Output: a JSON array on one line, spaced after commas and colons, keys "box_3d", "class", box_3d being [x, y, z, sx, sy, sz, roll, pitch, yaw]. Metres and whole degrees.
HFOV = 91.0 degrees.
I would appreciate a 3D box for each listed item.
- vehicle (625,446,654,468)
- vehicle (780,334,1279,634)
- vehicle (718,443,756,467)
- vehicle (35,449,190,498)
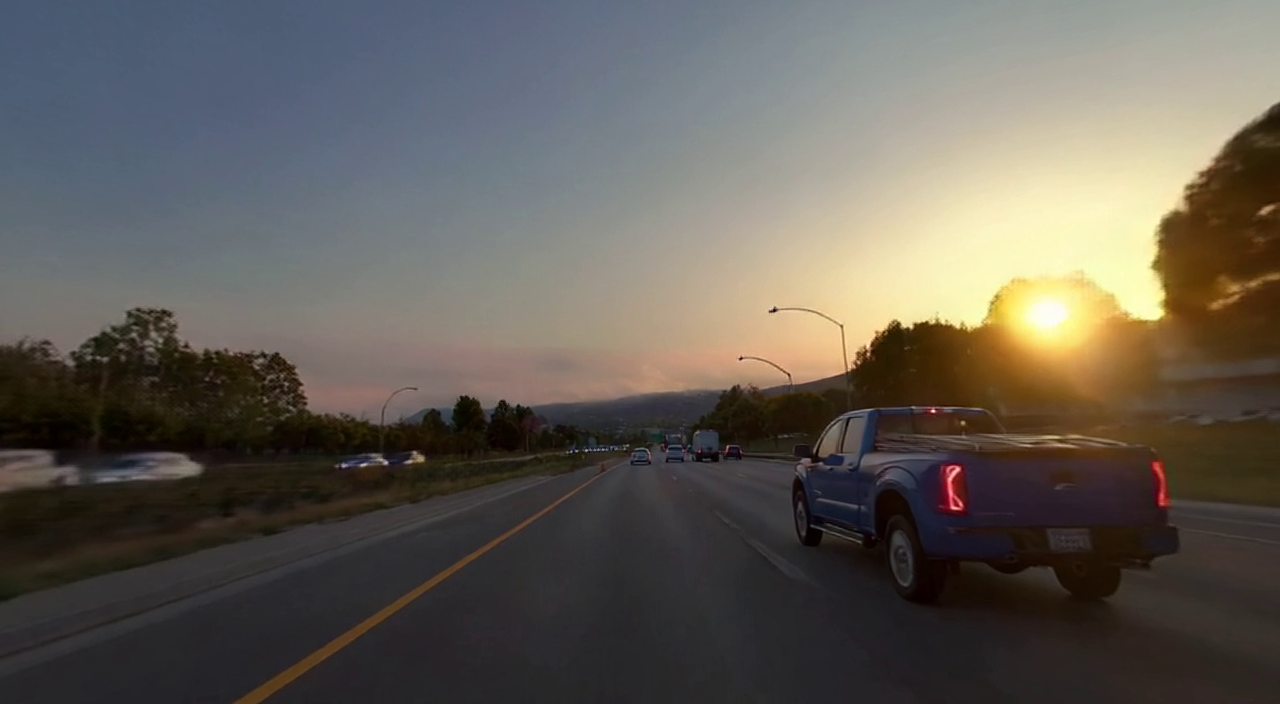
[{"box_3d": [-0.042, 7.602, 45.723, 2.030, 1.473, 3.926, 0, -9, 0], "class": "vehicle"}, {"box_3d": [3.448, 1.316, 7.218, 2.354, 2.079, 5.586, 0, -9, 0], "class": "vehicle"}, {"box_3d": [7.289, 7.761, 47.776, 2.189, 1.704, 4.521, 0, -9, 0], "class": "vehicle"}, {"box_3d": [-21.477, 4.938, 26.006, 2.094, 1.777, 4.830, 0, -9, 1], "class": "vehicle"}]
